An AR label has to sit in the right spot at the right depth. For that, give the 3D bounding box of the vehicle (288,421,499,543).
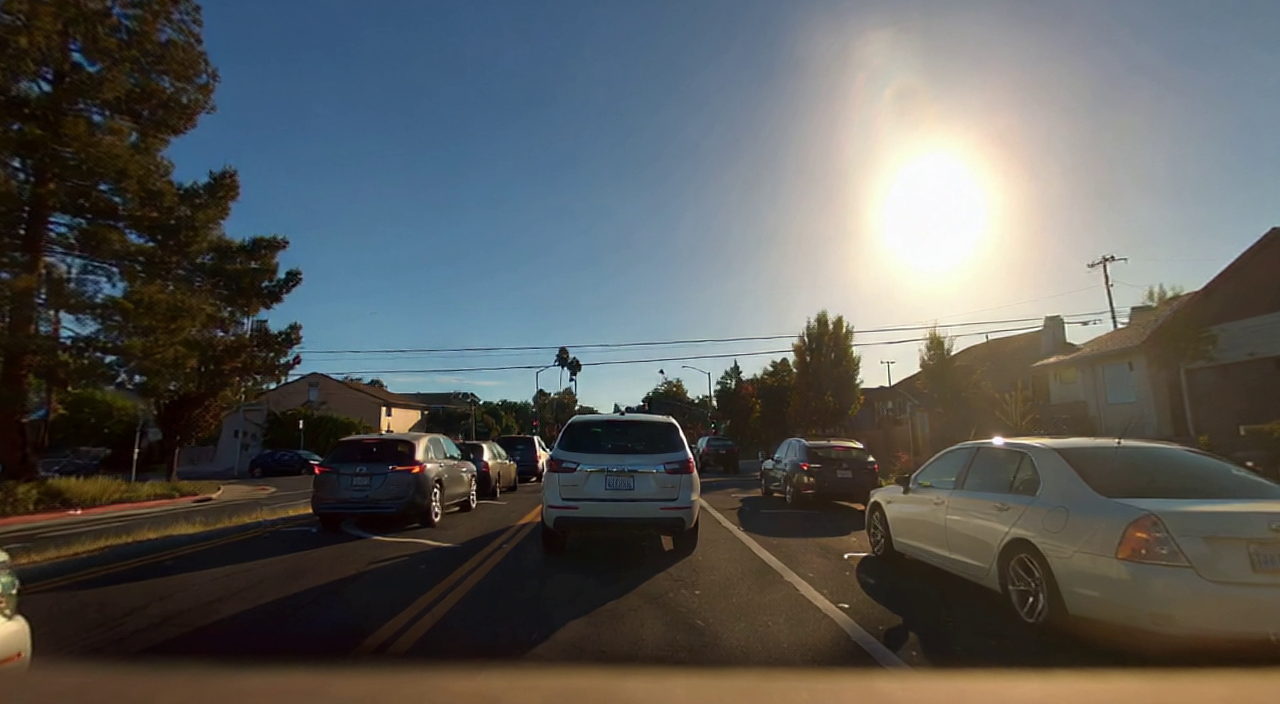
[{"bbox_3d":[-3.722,2.026,10.518,1.864,1.576,4.324,0,-8,-2],"label":"vehicle"}]

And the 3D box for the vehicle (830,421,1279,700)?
[{"bbox_3d":[3.473,1.462,5.770,1.977,1.480,4.589,0,-8,-1],"label":"vehicle"}]

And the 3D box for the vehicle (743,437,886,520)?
[{"bbox_3d":[3.477,2.572,13.412,1.880,1.476,3.932,0,-8,0],"label":"vehicle"}]

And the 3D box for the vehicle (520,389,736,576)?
[{"bbox_3d":[-0.207,1.622,8.569,2.164,1.867,4.254,0,-8,-2],"label":"vehicle"}]
